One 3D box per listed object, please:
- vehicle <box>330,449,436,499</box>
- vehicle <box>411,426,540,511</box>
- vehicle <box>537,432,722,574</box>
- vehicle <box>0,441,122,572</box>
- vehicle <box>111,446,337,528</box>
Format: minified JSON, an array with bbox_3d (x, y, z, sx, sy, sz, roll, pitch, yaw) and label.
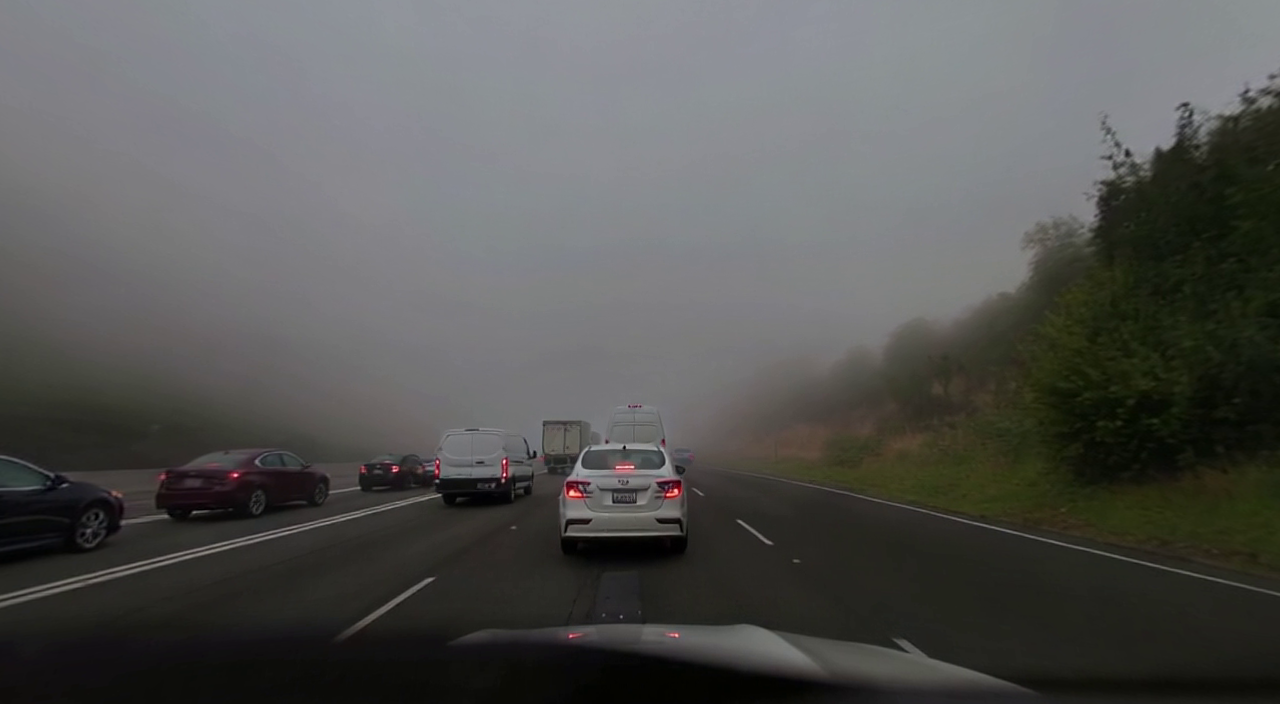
[{"bbox_3d":[-8.406,3.991,21.050,1.826,1.465,3.916,-1,-9,1],"label":"vehicle"},{"bbox_3d":[-4.126,3.024,16.753,2.055,1.913,4.584,-1,-9,2],"label":"vehicle"},{"bbox_3d":[-0.145,1.898,8.564,1.995,1.495,3.380,0,-9,-1],"label":"vehicle"},{"bbox_3d":[-8.287,1.683,6.610,1.864,1.492,4.453,-1,-9,1],"label":"vehicle"},{"bbox_3d":[-8.708,2.823,13.822,1.884,1.484,4.389,-1,-9,1],"label":"vehicle"}]
